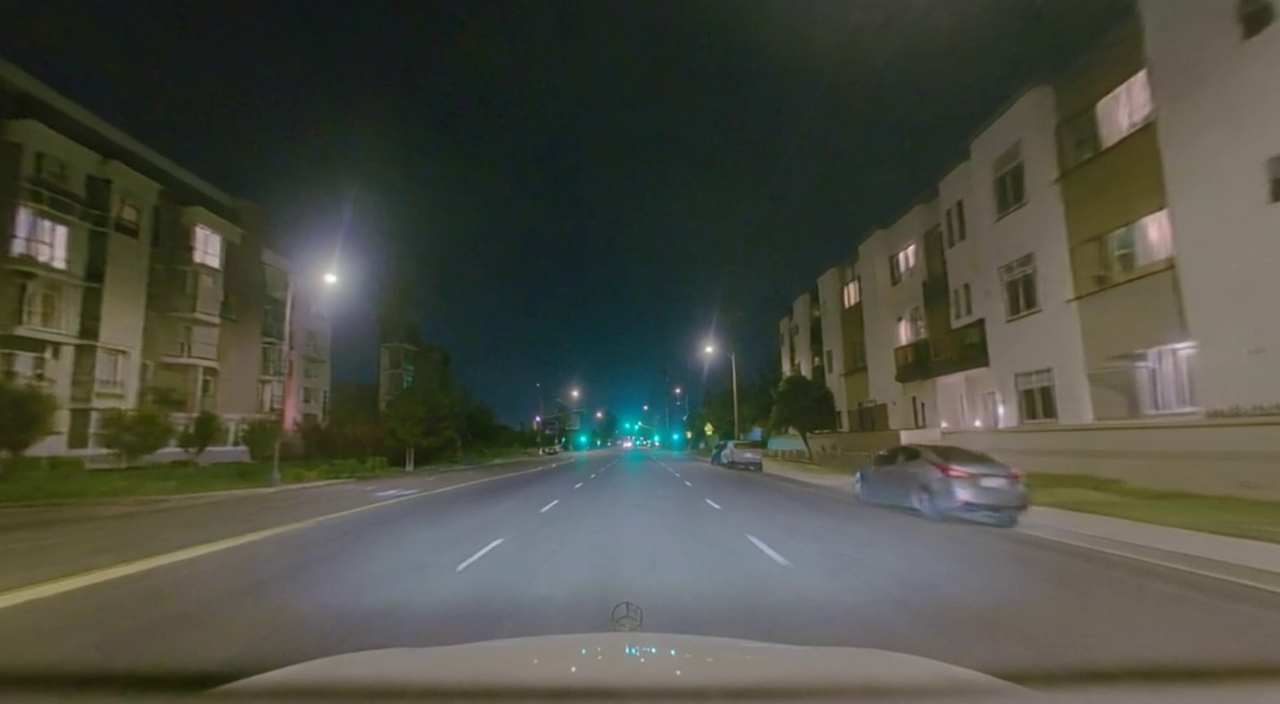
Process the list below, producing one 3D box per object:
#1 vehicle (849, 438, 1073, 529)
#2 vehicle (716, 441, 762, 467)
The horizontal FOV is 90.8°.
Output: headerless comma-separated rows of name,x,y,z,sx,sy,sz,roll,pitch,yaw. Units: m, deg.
vehicle,6.148,2.545,12.952,1.944,1.478,4.885,0,-8,-1
vehicle,6.214,6.448,40.220,1.948,1.526,4.518,0,-8,-3
